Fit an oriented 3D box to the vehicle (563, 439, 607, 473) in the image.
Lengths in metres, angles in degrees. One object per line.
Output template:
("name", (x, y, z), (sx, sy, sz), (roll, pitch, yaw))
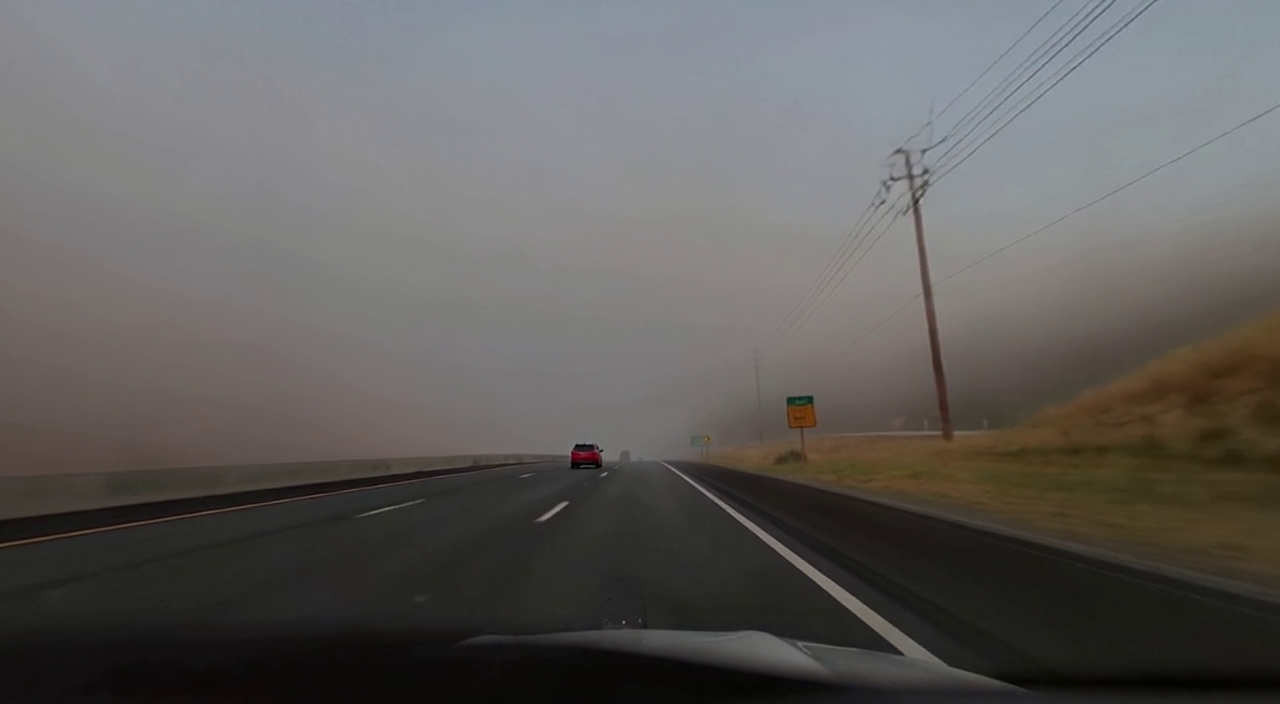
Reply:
("vehicle", (-3.134, 6.048, 36.984), (2.136, 1.845, 4.515), (0, -8, 1))
